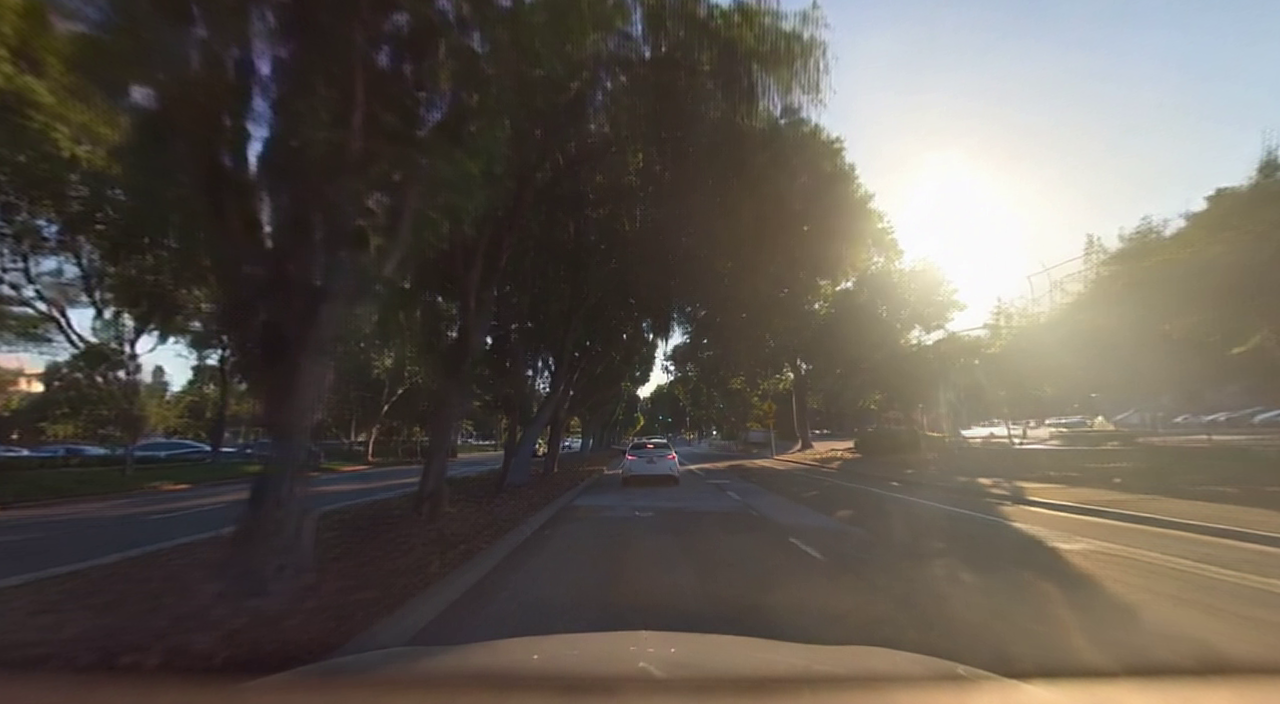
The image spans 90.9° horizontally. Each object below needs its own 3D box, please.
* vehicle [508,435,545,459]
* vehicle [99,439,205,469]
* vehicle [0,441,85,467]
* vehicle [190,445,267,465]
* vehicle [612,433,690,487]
[{"bbox_3d":[-8.848,7.442,49.600,2.131,1.778,4.912,0,-8,-1],"label":"vehicle"},{"bbox_3d":[-30.123,6.313,39.042,4.764,1.786,2.091,0,-8,0],"label":"vehicle"},{"bbox_3d":[-42.399,7.207,44.580,4.334,1.769,1.975,0,-8,-2],"label":"vehicle"},{"bbox_3d":[-30.412,7.617,46.711,4.356,1.444,1.819,0,-8,-1],"label":"vehicle"},{"bbox_3d":[0.256,3.174,18.858,2.093,1.442,3.977,0,-8,-1],"label":"vehicle"}]
